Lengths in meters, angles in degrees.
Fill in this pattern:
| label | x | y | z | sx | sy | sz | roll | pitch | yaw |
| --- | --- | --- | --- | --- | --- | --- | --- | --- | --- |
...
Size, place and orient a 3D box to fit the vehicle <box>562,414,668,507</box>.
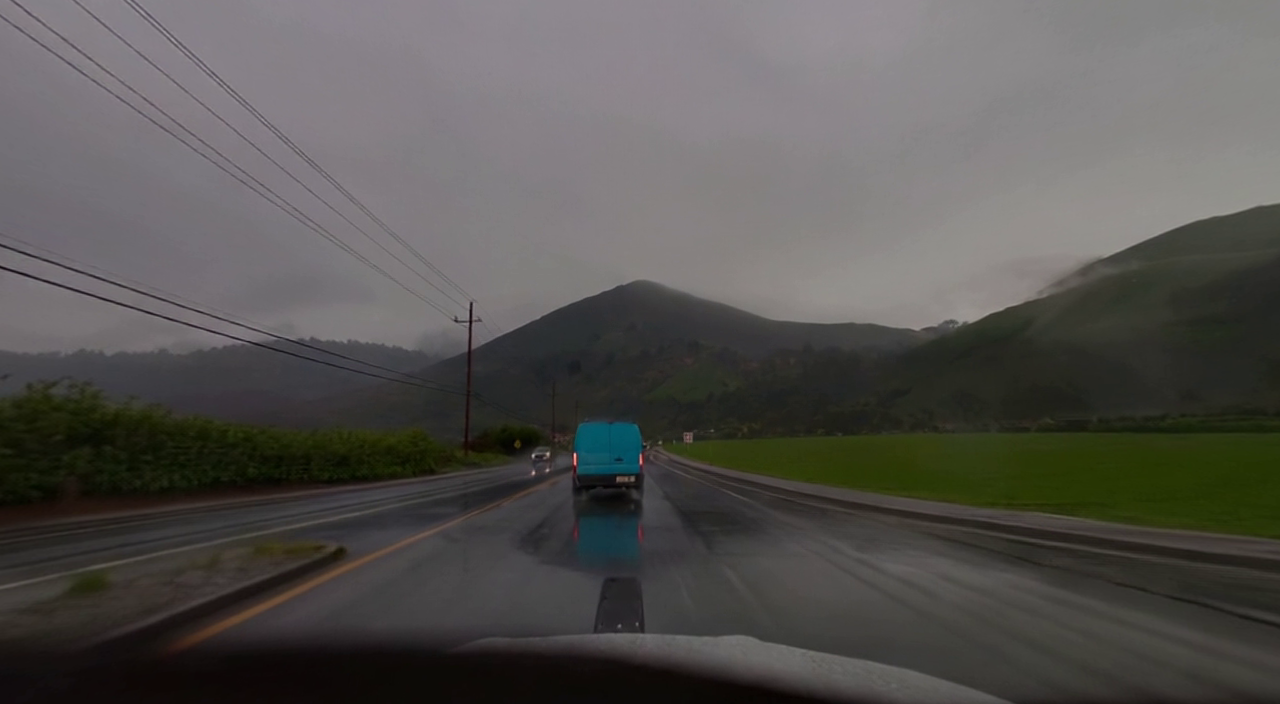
| label | x | y | z | sx | sy | sz | roll | pitch | yaw |
| --- | --- | --- | --- | --- | --- | --- | --- | --- | --- |
| vehicle | -0.668 | 2.884 | 17.006 | 2.454 | 2.144 | 4.535 | 0 | -9 | -2 |
